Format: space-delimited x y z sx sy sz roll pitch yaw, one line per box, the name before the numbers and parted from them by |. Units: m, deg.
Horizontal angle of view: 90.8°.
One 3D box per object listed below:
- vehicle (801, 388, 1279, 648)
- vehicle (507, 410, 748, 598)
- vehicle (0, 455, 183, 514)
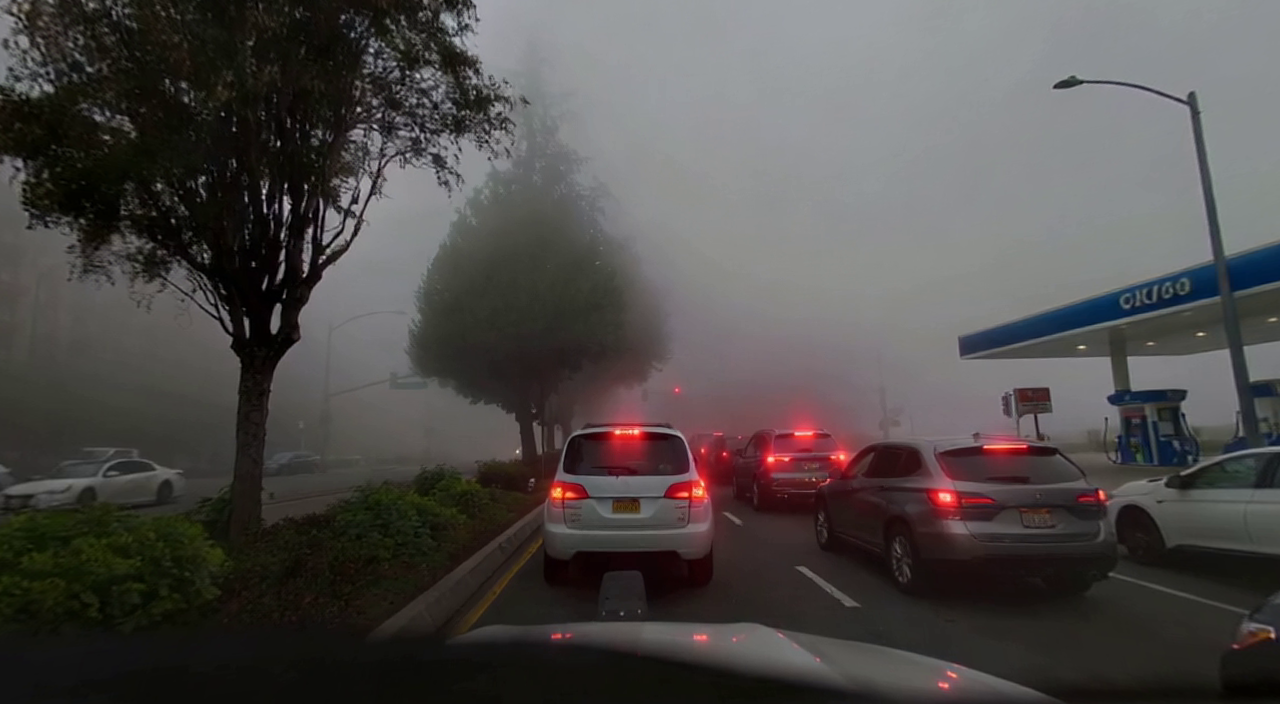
vehicle | 3.360 1.420 6.472 2.056 1.700 4.399 0 -9 -3
vehicle | -0.150 1.612 7.463 2.106 1.613 3.697 0 -9 -1
vehicle | -17.946 4.296 21.007 2.137 1.635 4.457 0 -9 0
